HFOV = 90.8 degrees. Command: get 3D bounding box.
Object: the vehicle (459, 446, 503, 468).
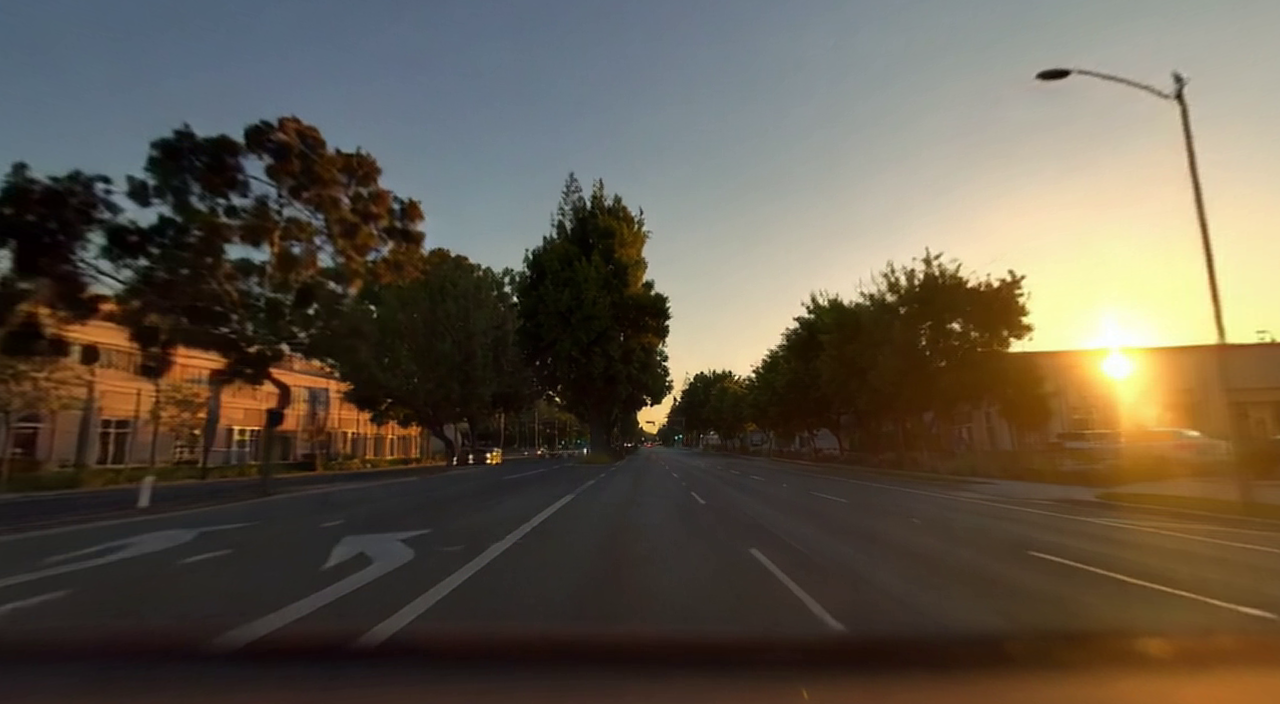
[{"bbox_3d":[-11.684,7.750,46.827,1.972,1.466,4.683,0,-8,1],"label":"vehicle"}]
